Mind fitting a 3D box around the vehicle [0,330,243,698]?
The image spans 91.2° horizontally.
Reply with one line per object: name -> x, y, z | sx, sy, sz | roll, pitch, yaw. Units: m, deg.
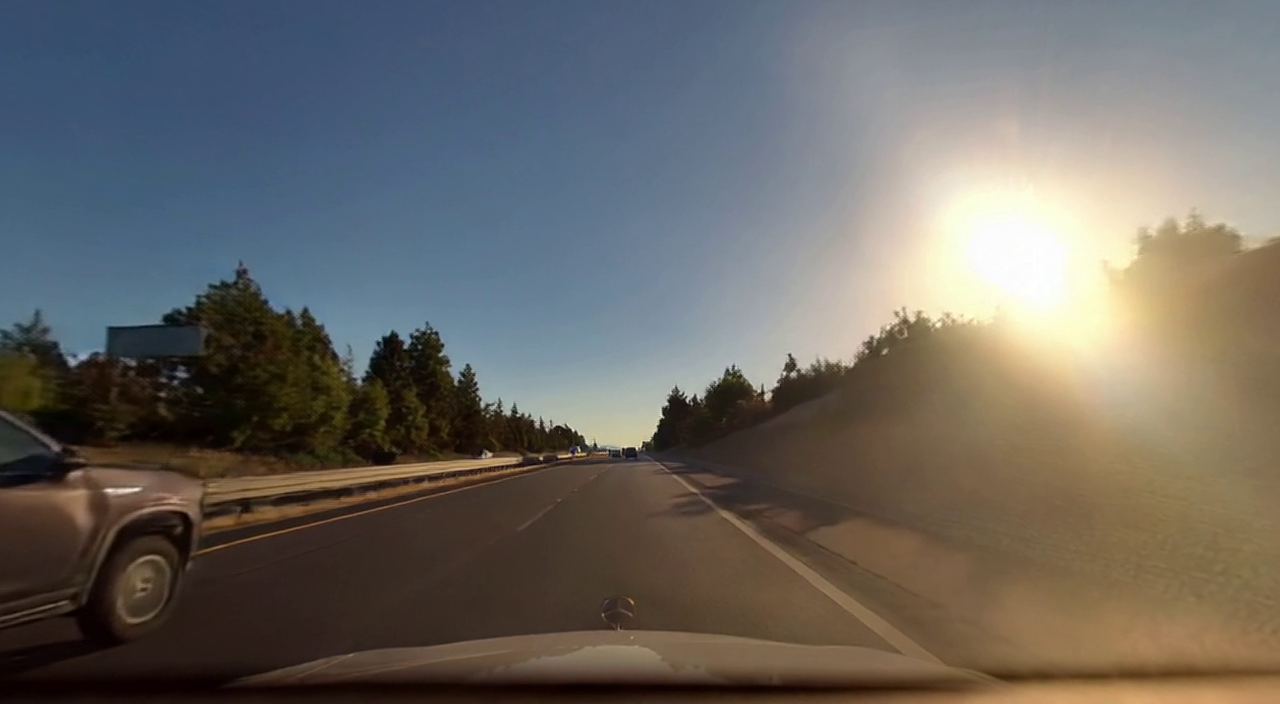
vehicle -> -4.317, 0.739, 2.674 | 2.292, 1.802, 4.481 | 0, -9, 0
